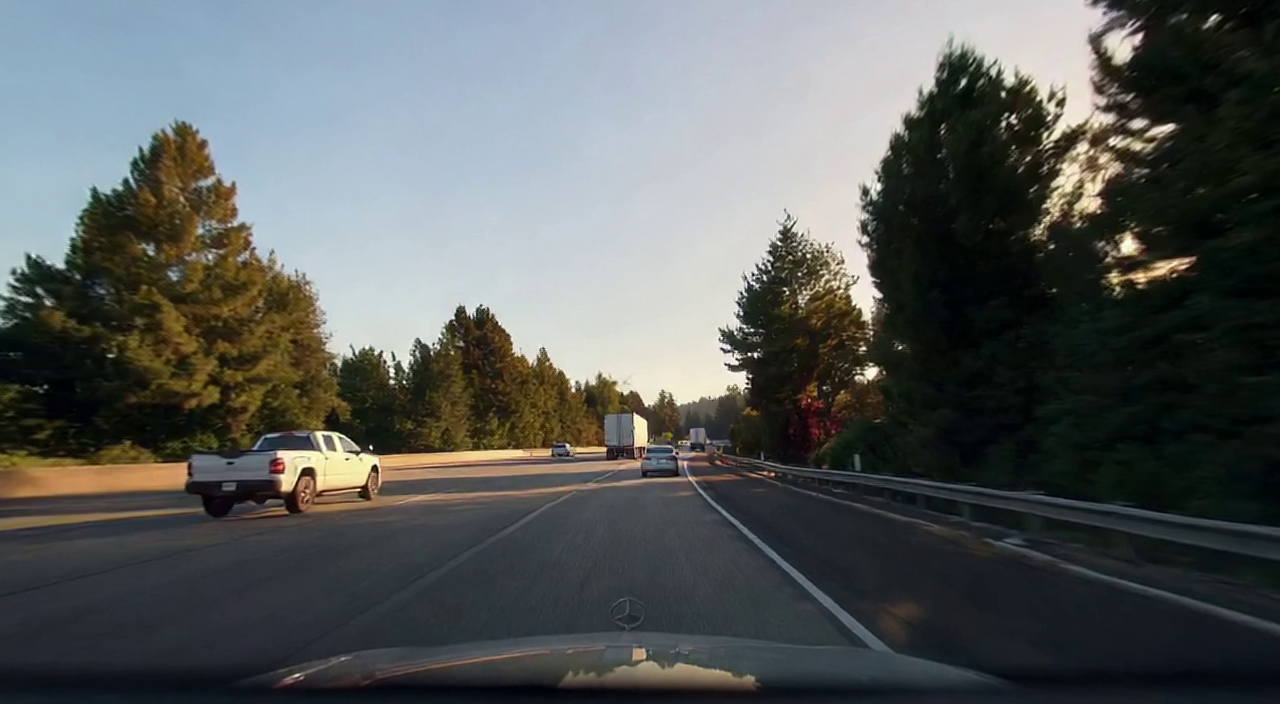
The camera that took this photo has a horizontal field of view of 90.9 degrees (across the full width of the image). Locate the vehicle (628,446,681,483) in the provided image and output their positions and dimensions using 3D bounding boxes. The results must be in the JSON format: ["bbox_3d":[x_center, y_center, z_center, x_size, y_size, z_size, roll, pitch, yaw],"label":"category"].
[{"bbox_3d":[0.631,4.534,25.738,1.984,1.365,3.767,-1,-9,3],"label":"vehicle"}]

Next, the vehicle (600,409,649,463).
[{"bbox_3d":[-1.061,6.722,49.932,2.973,3.896,8.430,-1,-9,5],"label":"vehicle"}]

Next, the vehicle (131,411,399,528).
[{"bbox_3d":[-6.872,2.224,12.437,2.142,1.833,4.854,0,-9,2],"label":"vehicle"}]
